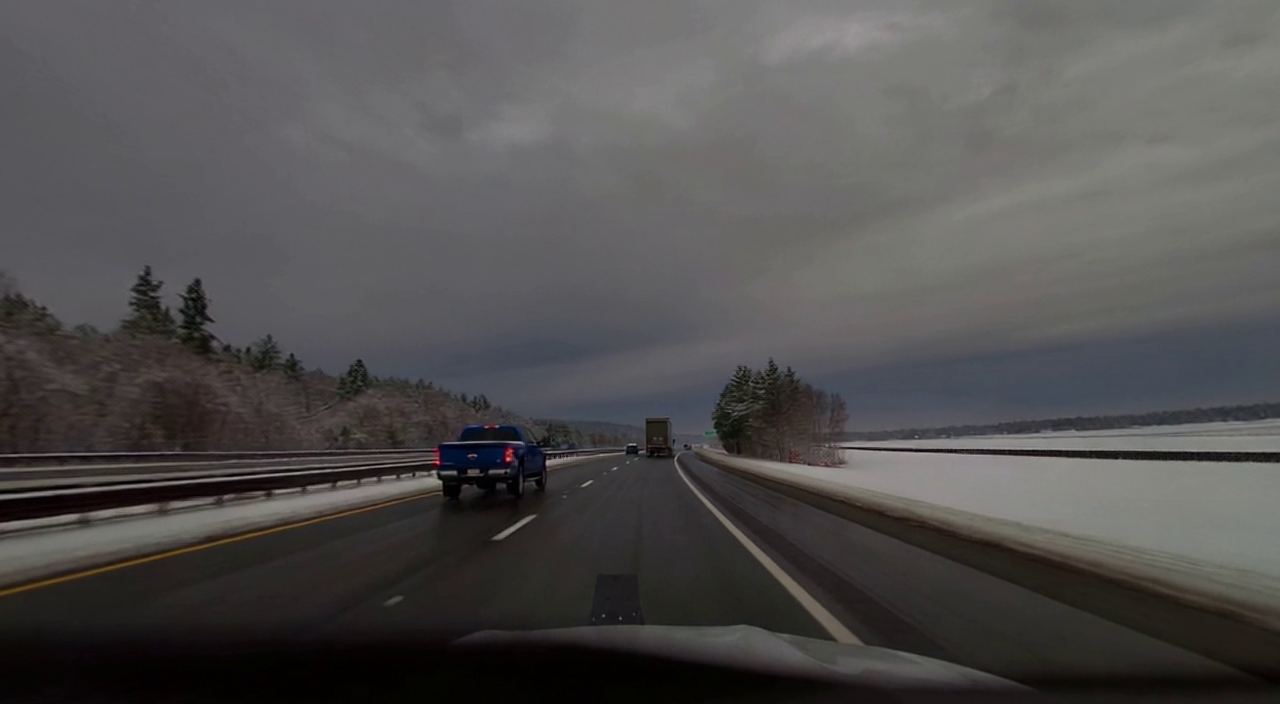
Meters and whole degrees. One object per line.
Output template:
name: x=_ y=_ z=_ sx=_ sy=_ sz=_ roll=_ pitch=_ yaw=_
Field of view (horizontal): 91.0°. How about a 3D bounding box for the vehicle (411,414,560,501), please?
vehicle: x=-3.565 y=2.597 z=15.775 sx=2.295 sy=1.815 sz=4.983 roll=0 pitch=-9 yaw=2
